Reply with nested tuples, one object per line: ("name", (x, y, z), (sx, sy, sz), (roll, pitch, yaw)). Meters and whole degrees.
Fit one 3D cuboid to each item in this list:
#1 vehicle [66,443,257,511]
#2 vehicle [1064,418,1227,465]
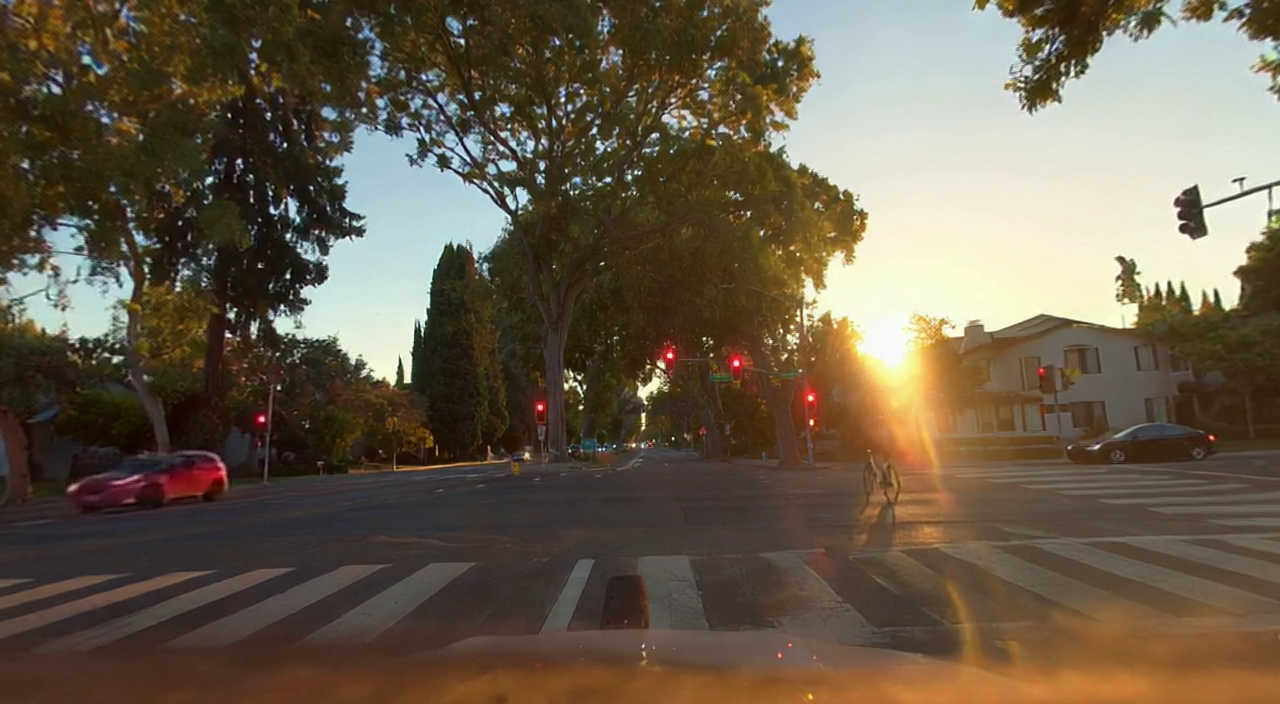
("vehicle", (-14.139, 3.671, 19.075), (2.148, 1.753, 4.558), (0, -9, 0))
("vehicle", (17.326, 3.096, 21.752), (3.969, 1.493, 1.823), (0, -9, 1))
